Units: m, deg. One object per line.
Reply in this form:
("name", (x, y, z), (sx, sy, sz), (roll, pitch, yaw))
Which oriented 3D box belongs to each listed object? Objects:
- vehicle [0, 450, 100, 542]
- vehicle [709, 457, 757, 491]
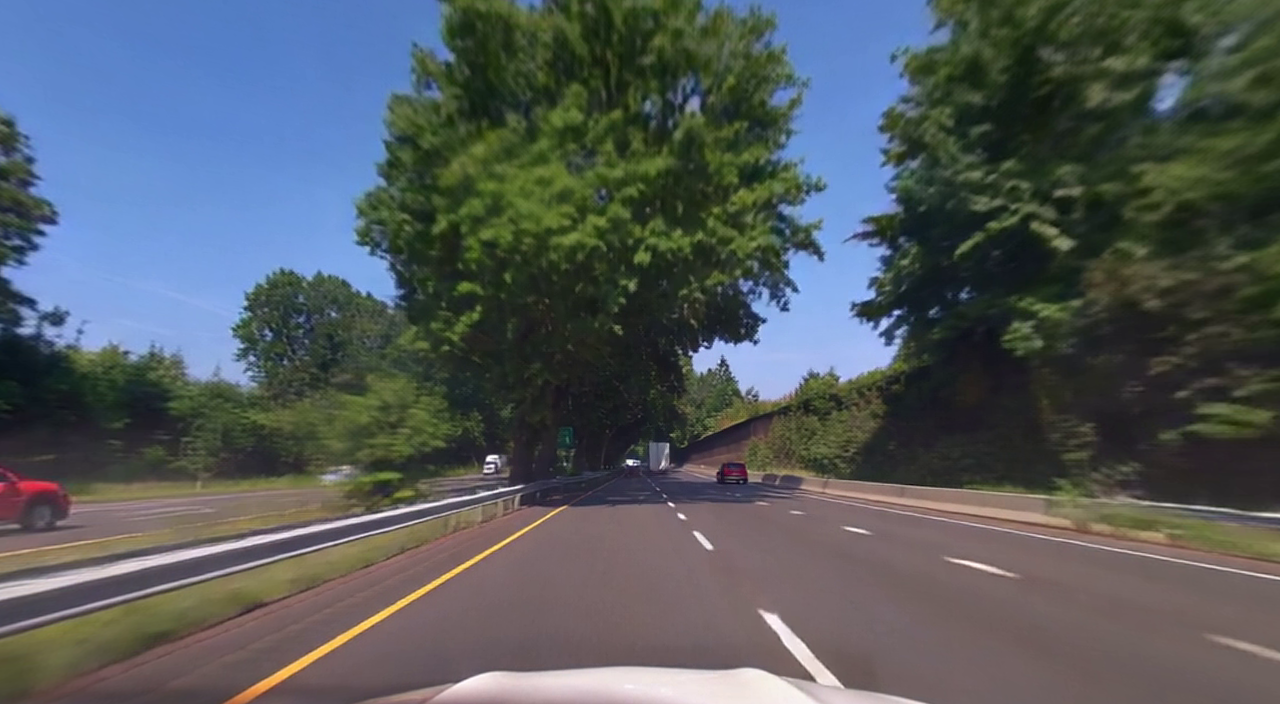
("vehicle", (-12.309, 2.445, 10.646), (1.952, 1.618, 4.859), (1, -10, 1))
("vehicle", (5.189, 6.913, 35.821), (1.998, 1.776, 4.663), (1, -10, -1))
